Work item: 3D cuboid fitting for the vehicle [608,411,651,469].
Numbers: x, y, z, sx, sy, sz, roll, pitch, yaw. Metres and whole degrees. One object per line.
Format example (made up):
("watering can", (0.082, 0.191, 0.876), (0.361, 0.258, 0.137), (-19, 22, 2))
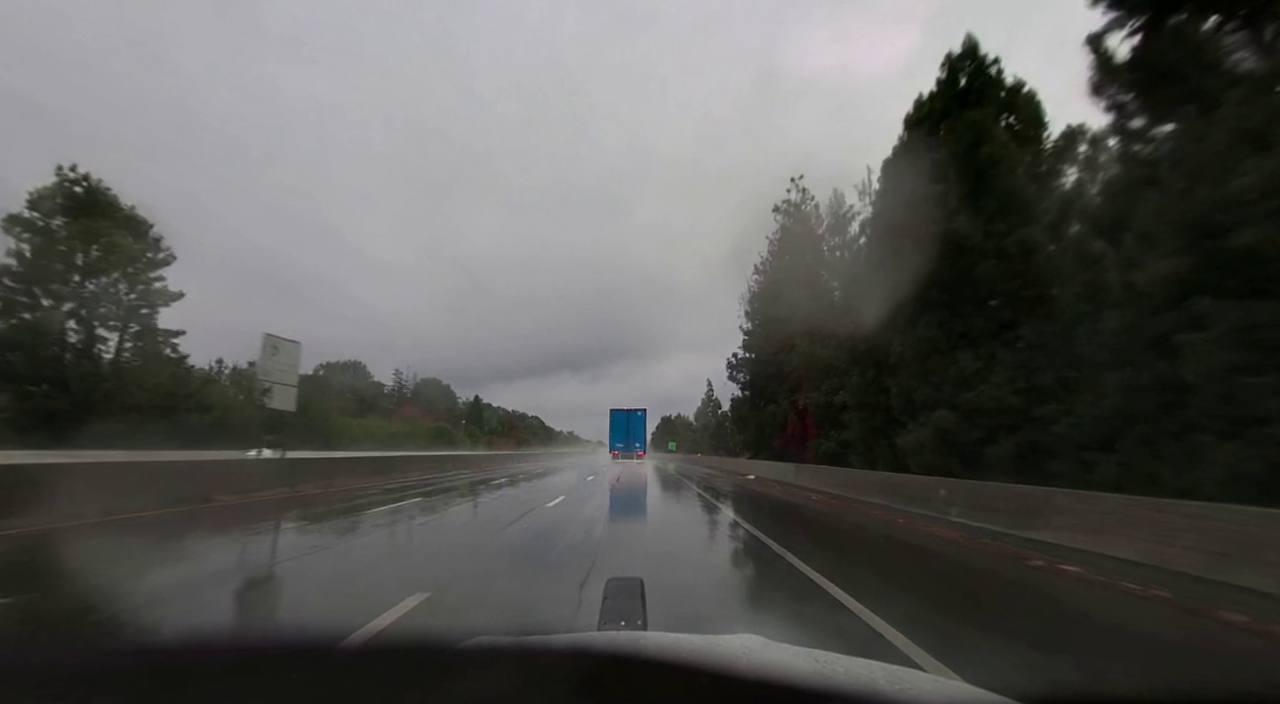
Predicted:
("vehicle", (-0.767, 6.940, 48.979), (2.982, 3.947, 11.075), (0, -9, 0))
